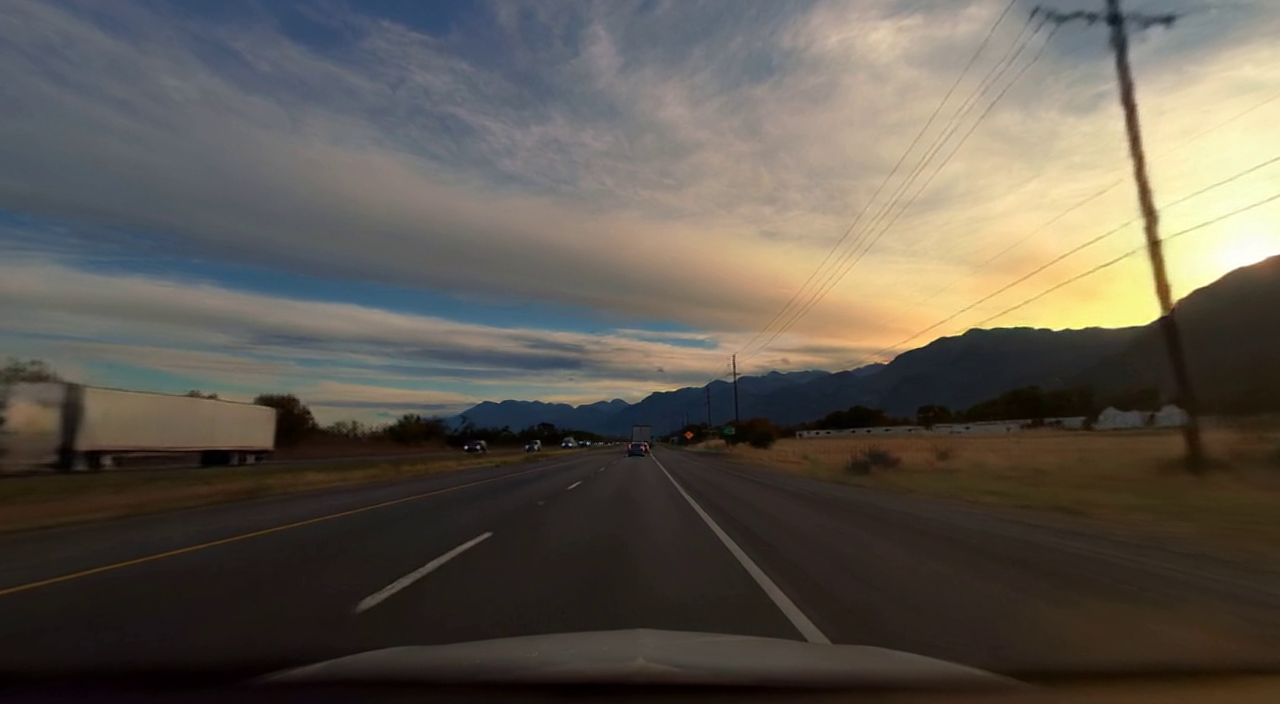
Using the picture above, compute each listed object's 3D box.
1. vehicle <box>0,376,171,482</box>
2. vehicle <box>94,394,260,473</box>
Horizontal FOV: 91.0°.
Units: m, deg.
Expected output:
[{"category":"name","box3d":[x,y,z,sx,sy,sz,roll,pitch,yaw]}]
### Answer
[{"category":"vehicle","box3d":[-25.174,3.431,27.292,2.889,3.867,8.576,0,-9,0]},{"category":"vehicle","box3d":[-25.149,4.605,34.966,2.898,3.850,8.138,0,-9,0]}]
